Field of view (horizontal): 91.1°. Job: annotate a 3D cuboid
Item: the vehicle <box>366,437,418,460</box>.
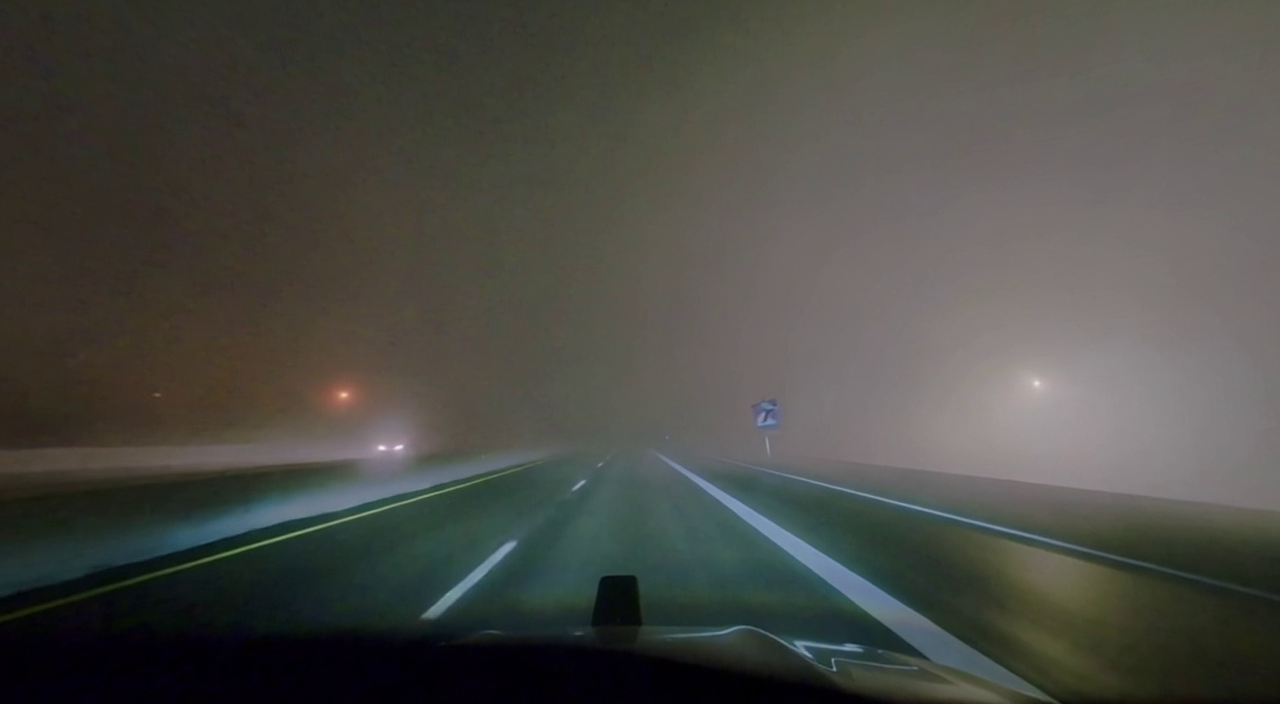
[{"bbox_3d":[-17.207,6.698,43.795,1.867,1.511,4.116,0,-8,1],"label":"vehicle"}]
